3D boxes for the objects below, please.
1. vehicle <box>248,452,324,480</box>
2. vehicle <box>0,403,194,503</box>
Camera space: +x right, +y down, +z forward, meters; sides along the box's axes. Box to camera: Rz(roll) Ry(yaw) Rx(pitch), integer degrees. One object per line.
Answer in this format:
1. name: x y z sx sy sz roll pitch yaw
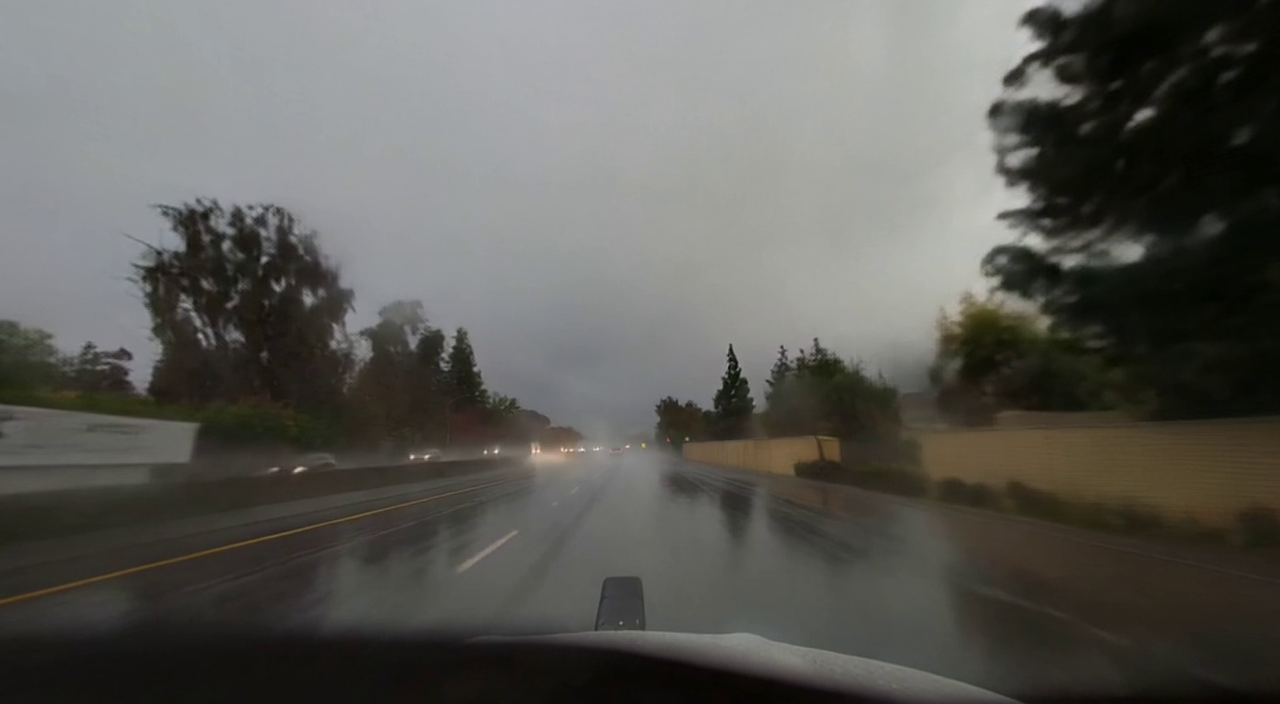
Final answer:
1. vehicle: -21.233 6.827 37.982 1.866 1.521 4.645 0 -9 0
2. vehicle: -24.973 4.218 26.429 2.824 3.613 13.143 0 -9 0
